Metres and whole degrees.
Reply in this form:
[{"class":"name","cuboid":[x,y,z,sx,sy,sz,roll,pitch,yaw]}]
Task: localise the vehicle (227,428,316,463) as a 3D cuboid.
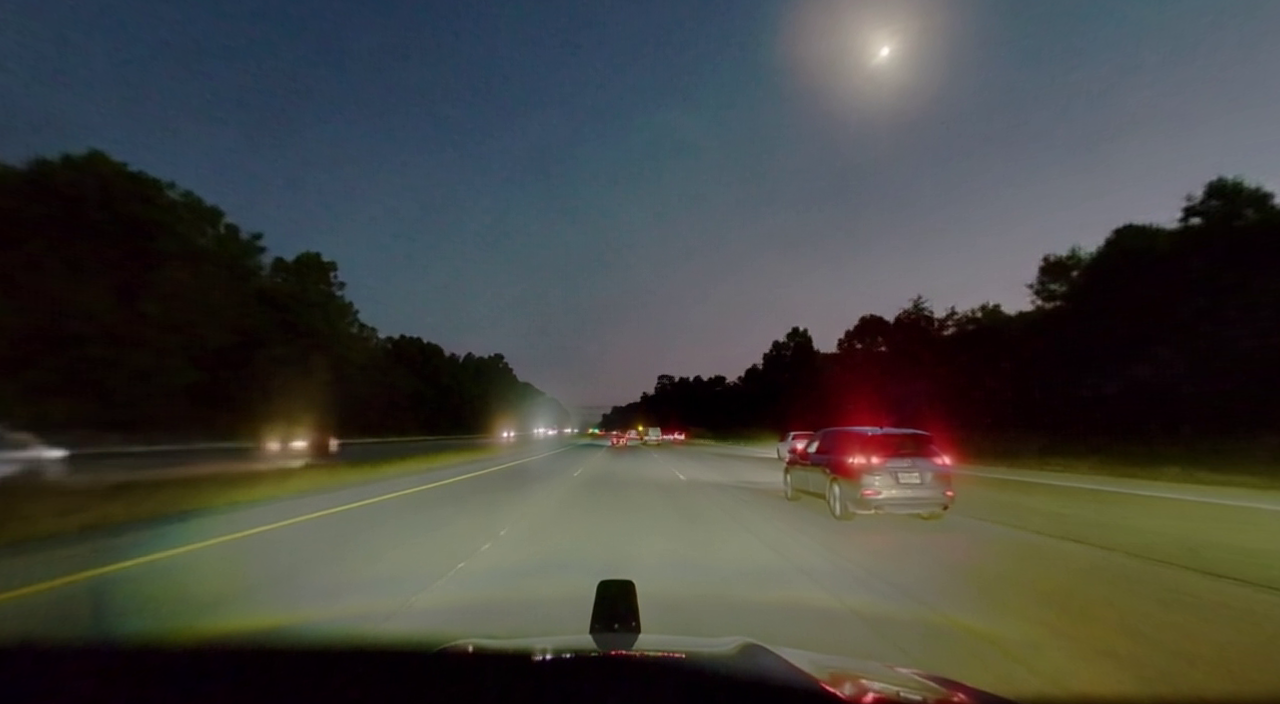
[{"class":"vehicle","cuboid":[-16.845,4.288,28.992,1.776,1.476,4.034,0,-8,-2]}]
